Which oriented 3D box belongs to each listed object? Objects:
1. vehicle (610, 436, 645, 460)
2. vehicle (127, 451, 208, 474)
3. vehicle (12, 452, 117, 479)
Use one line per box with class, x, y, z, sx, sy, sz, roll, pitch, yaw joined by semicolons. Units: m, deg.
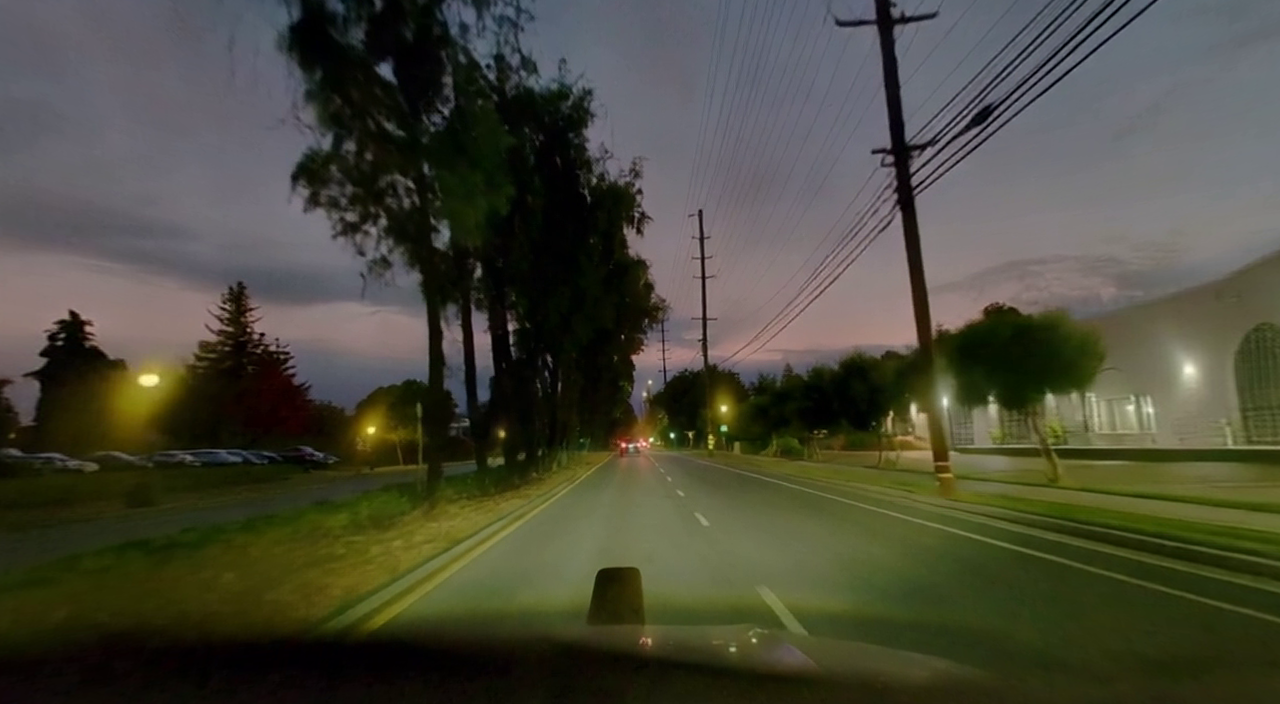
vehicle;-0.997;7.373;48.411;2.240;1.704;4.374;1;-9;-7
vehicle;-33.714;7.852;45.095;4.323;1.523;1.900;-1;-7;3
vehicle;-34.240;6.745;37.662;4.367;1.464;1.992;-1;-9;2
